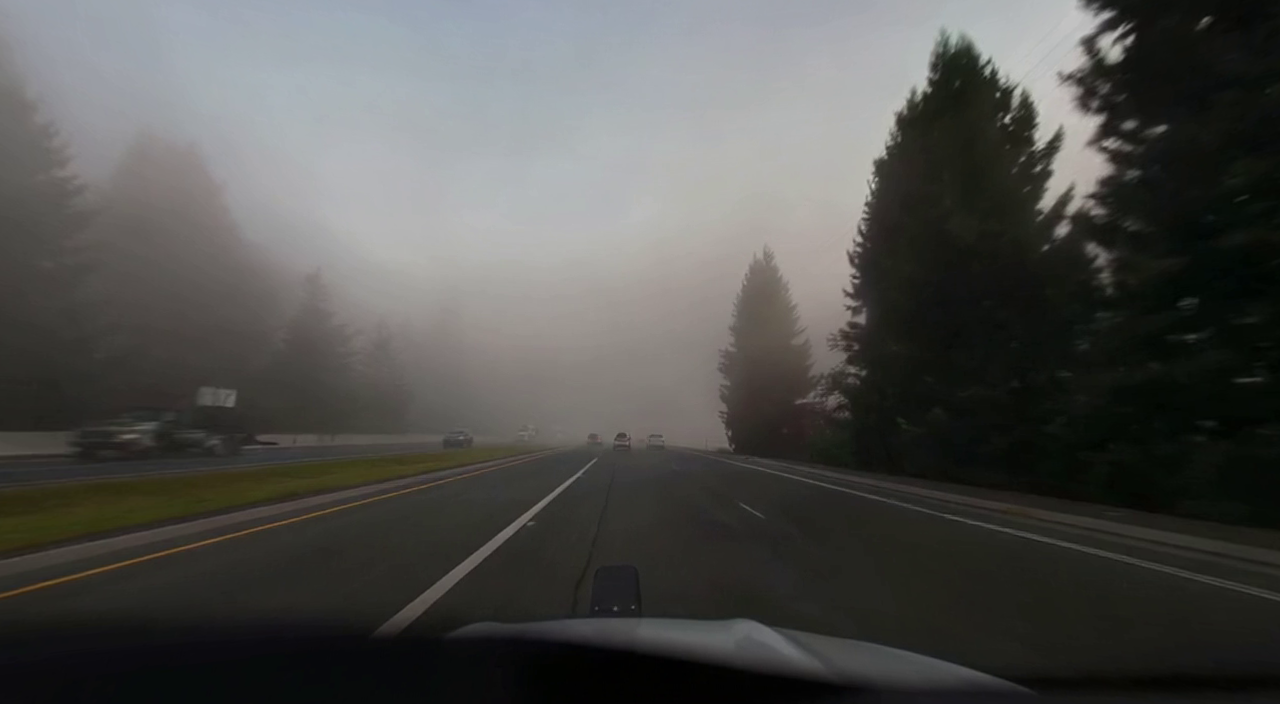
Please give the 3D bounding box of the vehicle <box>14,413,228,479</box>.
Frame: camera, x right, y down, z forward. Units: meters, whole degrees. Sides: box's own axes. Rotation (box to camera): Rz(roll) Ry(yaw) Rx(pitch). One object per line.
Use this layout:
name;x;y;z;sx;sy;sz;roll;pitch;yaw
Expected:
vehicle;-12.247;2.244;15.283;1.838;1.390;3.974;0;-8;-1

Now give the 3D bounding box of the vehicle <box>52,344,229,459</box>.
vehicle;-16.286;1.709;20.859;2.954;3.517;3.281;0;-8;-2
